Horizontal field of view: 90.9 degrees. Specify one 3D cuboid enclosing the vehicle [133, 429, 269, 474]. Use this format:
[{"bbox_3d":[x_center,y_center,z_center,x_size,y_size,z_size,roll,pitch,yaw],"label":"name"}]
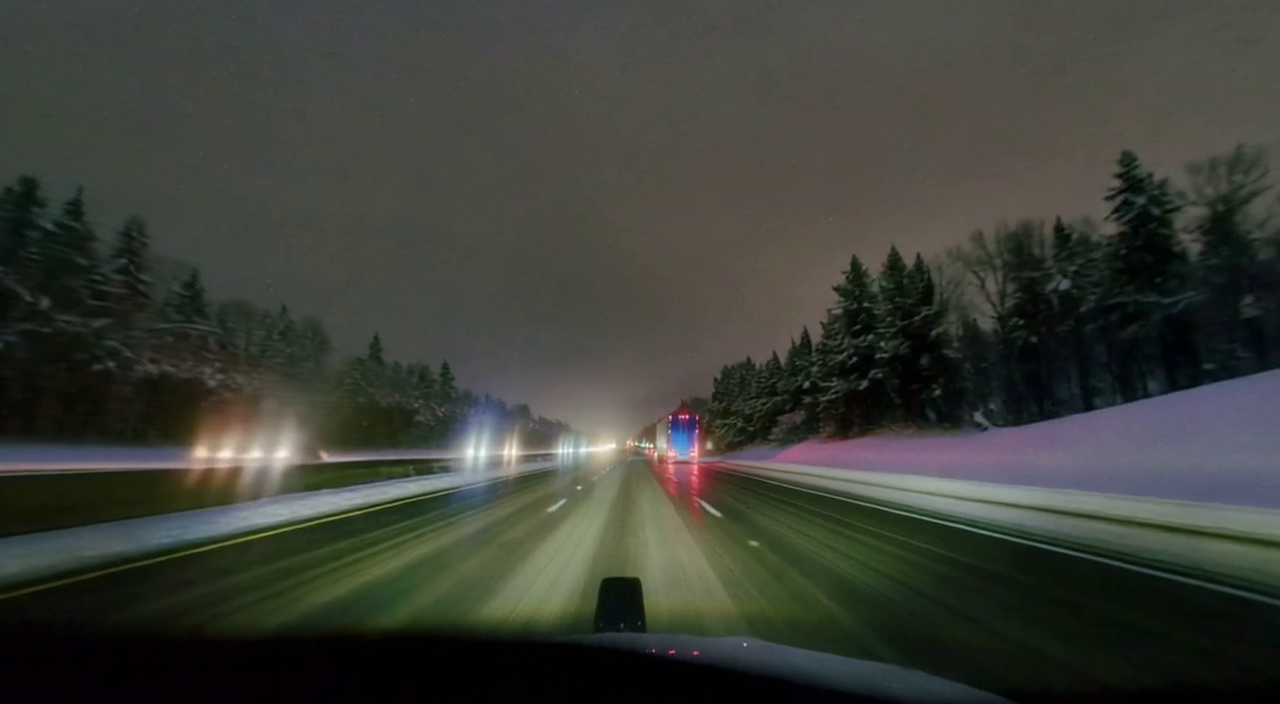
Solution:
[{"bbox_3d":[-15.895,3.644,23.156,1.826,1.466,4.425,0,-9,0],"label":"vehicle"}]
